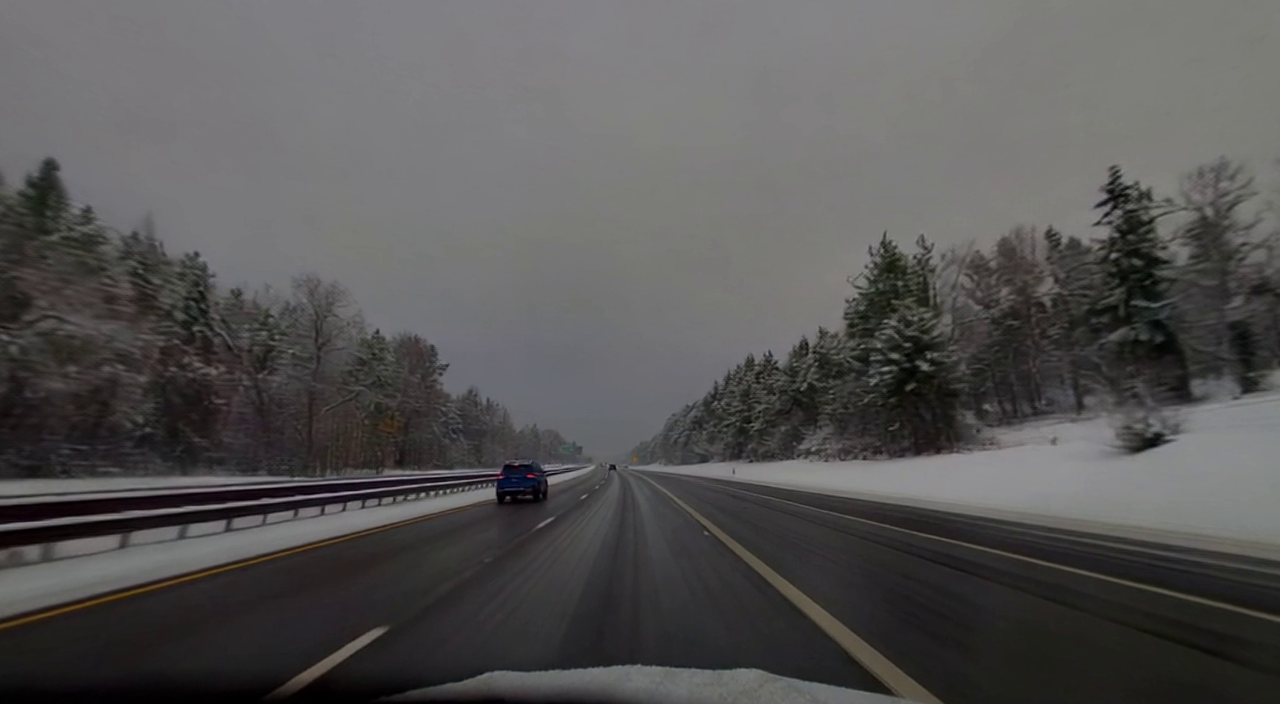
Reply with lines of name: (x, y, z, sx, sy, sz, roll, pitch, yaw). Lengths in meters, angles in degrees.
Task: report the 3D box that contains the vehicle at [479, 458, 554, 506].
vehicle: (-4.453, 4.766, 23.360, 2.025, 1.584, 3.657, 1, -10, 0)
